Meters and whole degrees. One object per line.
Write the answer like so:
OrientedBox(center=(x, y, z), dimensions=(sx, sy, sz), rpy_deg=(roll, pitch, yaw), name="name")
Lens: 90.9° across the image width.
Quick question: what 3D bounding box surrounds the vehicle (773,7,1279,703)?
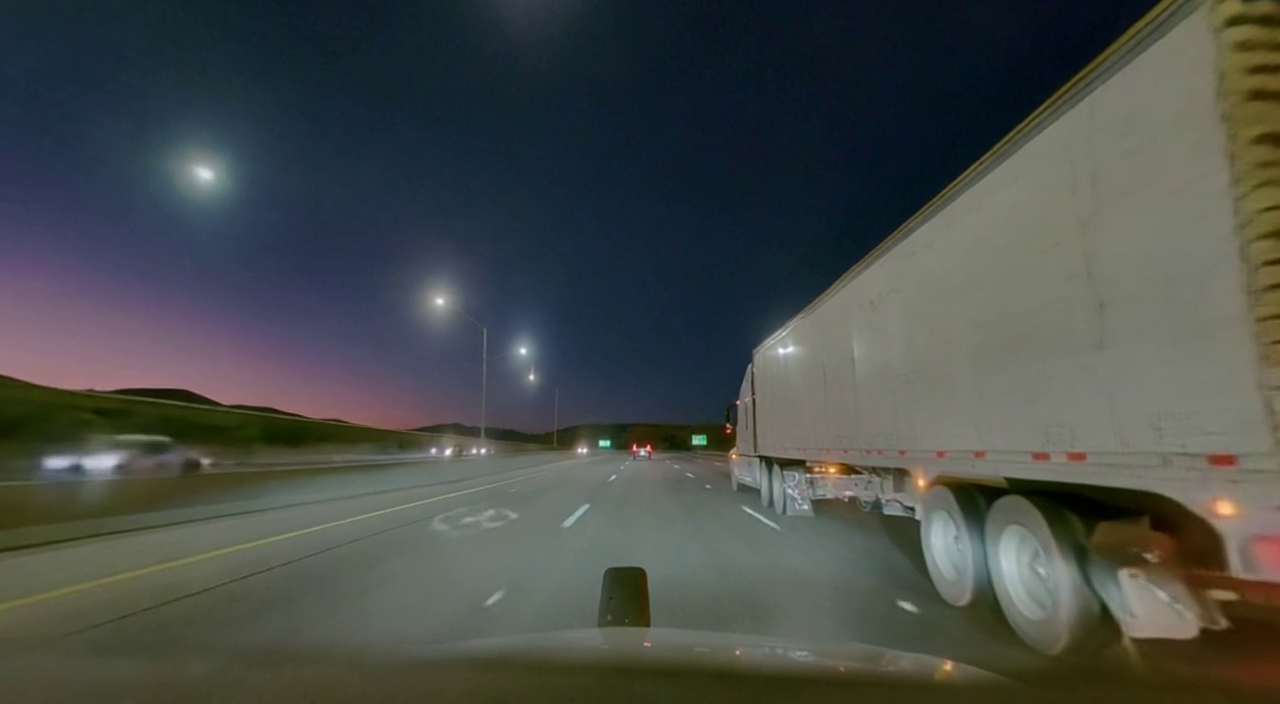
OrientedBox(center=(4.074, 0.828, 6.012), dimensions=(3.326, 3.089, 10.642), rpy_deg=(-1, -9, 0), name="vehicle")
